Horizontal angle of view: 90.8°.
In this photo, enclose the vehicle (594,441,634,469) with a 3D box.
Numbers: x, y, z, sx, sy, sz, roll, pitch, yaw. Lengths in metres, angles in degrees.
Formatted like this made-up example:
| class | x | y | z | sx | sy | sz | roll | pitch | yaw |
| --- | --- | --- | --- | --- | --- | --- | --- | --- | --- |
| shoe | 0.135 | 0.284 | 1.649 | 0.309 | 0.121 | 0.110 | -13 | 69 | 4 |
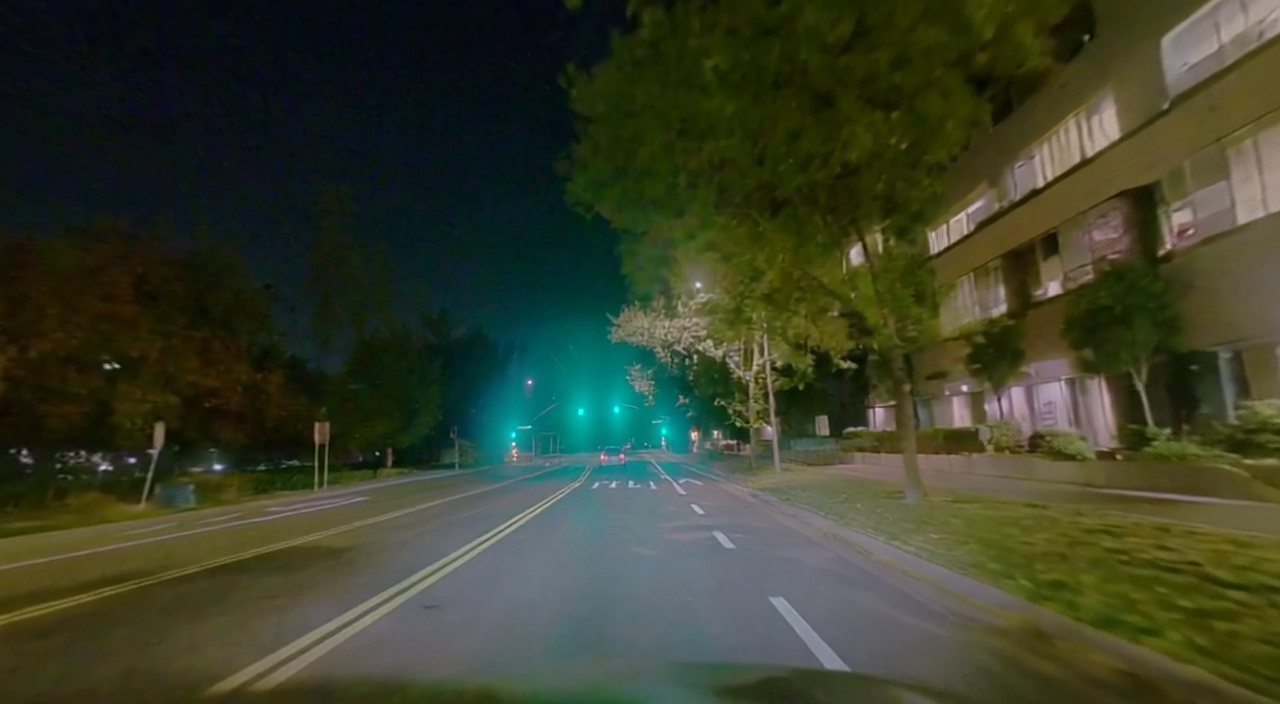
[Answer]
| class | x | y | z | sx | sy | sz | roll | pitch | yaw |
| --- | --- | --- | --- | --- | --- | --- | --- | --- | --- |
| vehicle | -1.523 | 5.835 | 36.077 | 2.131 | 1.474 | 4.146 | 1 | -8 | -4 |
